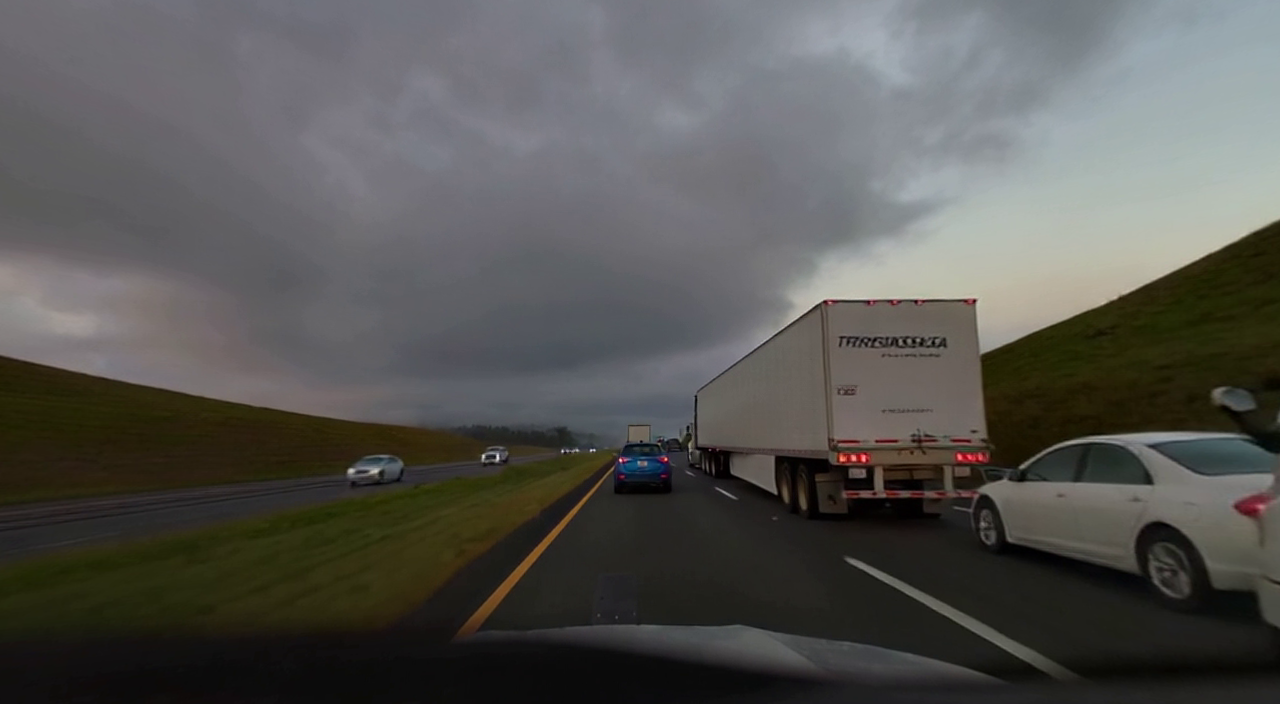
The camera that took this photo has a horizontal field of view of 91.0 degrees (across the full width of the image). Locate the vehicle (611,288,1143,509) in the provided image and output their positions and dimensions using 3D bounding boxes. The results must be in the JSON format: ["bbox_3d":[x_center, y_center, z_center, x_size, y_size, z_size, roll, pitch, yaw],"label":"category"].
[{"bbox_3d":[4.486,1.127,13.904,9.908,4.197,3.235,-1,-8,4],"label":"vehicle"}]

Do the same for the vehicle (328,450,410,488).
[{"bbox_3d":[-11.848,5.124,27.825,1.940,1.495,3.889,-1,-8,-1],"label":"vehicle"}]

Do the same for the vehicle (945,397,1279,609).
[{"bbox_3d":[5.511,1.318,6.051,1.888,1.591,4.815,1,-8,-14],"label":"vehicle"}]
